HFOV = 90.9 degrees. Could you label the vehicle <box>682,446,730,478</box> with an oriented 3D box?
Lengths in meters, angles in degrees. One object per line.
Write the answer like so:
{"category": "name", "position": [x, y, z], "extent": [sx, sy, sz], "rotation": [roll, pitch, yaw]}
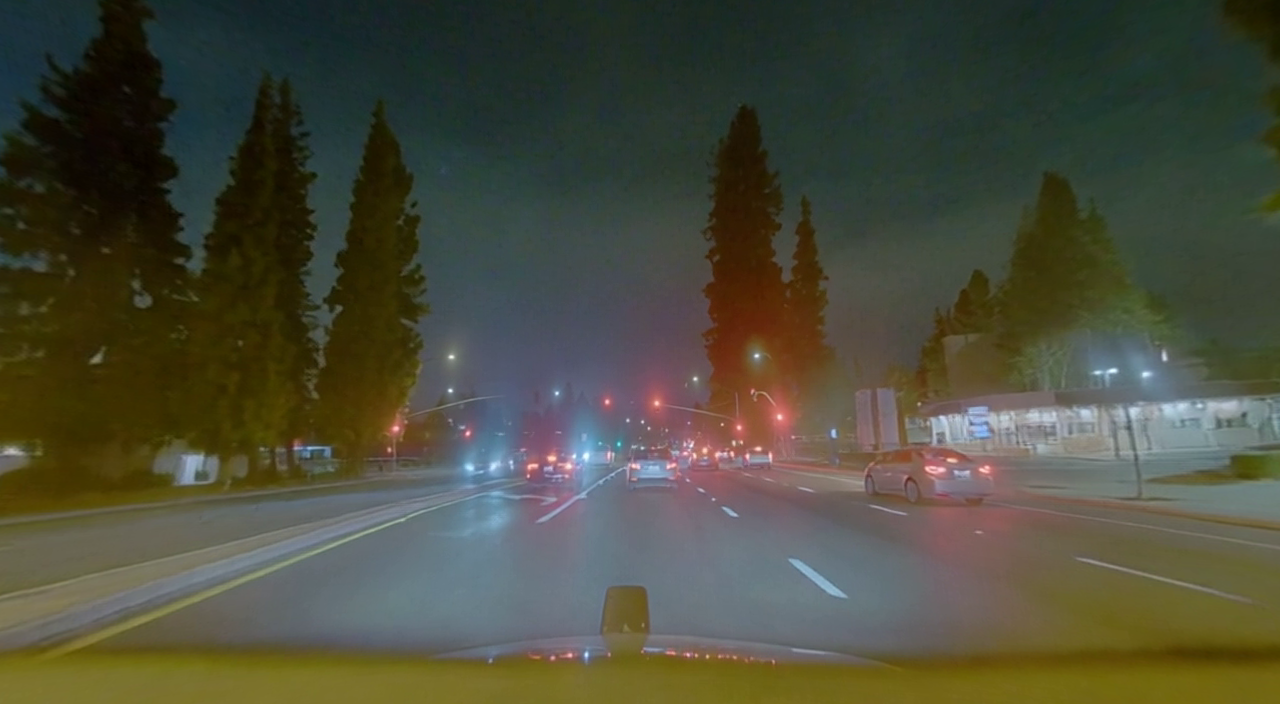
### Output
{"category": "vehicle", "position": [3.341, 5.661, 32.821], "extent": [1.988, 1.528, 4.144], "rotation": [0, -8, -1]}

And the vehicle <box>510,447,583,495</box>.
{"category": "vehicle", "position": [-3.149, 4.065, 22.055], "extent": [1.938, 1.472, 4.399], "rotation": [0, -8, -1]}

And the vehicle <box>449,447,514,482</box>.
{"category": "vehicle", "position": [-8.254, 5.883, 33.280], "extent": [2.212, 1.652, 4.376], "rotation": [-1, -8, 1]}

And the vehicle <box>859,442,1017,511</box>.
{"category": "vehicle", "position": [7.424, 3.106, 16.295], "extent": [1.892, 1.515, 4.400], "rotation": [0, -8, -1]}

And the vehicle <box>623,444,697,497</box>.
{"category": "vehicle", "position": [0.581, 3.645, 19.796], "extent": [2.096, 1.473, 3.893], "rotation": [0, -8, 0]}

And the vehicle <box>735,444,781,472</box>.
{"category": "vehicle", "position": [7.603, 6.848, 41.064], "extent": [2.044, 1.701, 4.397], "rotation": [0, -8, -1]}

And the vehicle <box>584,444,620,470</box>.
{"category": "vehicle", "position": [-2.624, 7.358, 44.500], "extent": [2.219, 1.699, 4.090], "rotation": [-1, -8, 2]}
